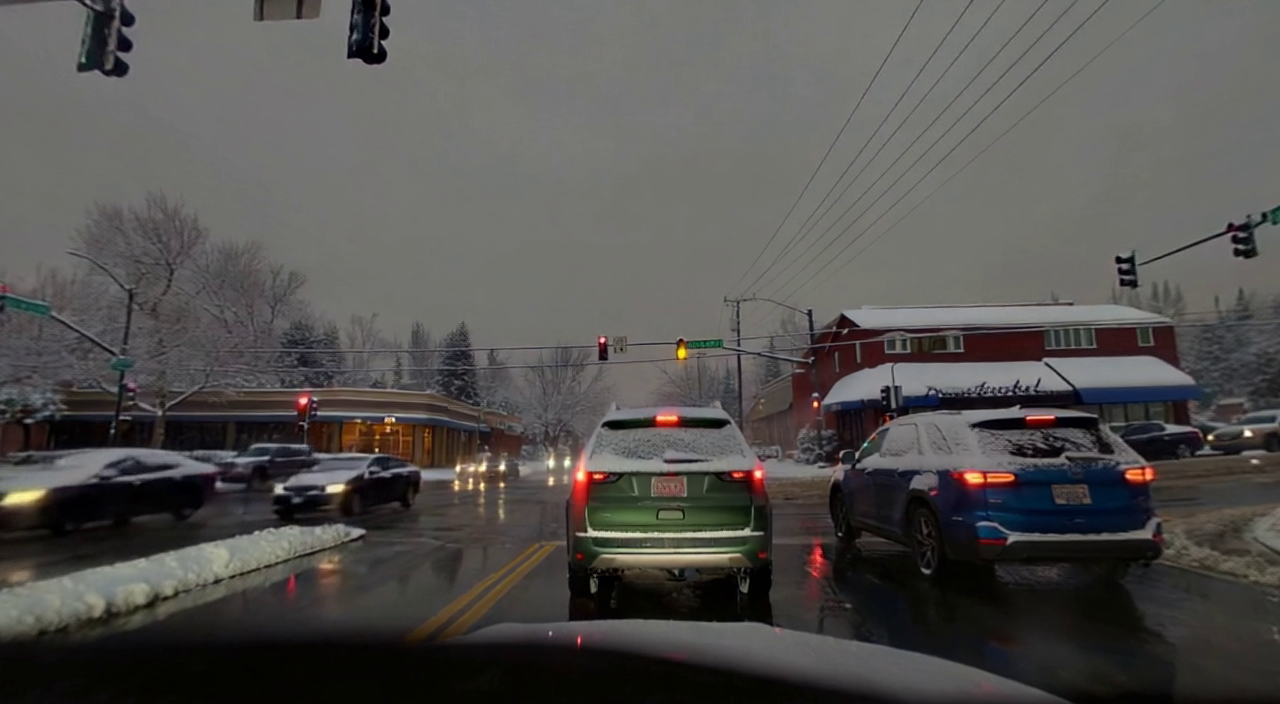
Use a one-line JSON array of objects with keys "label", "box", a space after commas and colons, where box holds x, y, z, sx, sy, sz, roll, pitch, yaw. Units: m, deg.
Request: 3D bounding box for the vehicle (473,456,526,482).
[{"label": "vehicle", "box": [-8.909, 7.503, 40.530, 1.911, 1.461, 4.691, -1, -8, 6]}]

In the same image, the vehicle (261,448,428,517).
[{"label": "vehicle", "box": [-7.201, 3.187, 15.973, 1.924, 1.453, 4.343, -1, -8, 3]}]

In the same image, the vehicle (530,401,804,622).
[{"label": "vehicle", "box": [0.259, 1.506, 6.827, 2.098, 1.682, 3.778, 0, -8, 2]}]

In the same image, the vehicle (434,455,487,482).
[{"label": "vehicle", "box": [-12.445, 8.097, 44.065, 1.943, 1.680, 4.709, -1, -8, 6]}]

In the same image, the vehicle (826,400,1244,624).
[{"label": "vehicle", "box": [3.605, 1.516, 6.934, 1.976, 1.664, 4.189, -1, -8, 2]}]

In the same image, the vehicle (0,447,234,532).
[{"label": "vehicle", "box": [-11.526, 2.828, 13.729, 1.958, 1.493, 4.795, -1, -8, 3]}]
